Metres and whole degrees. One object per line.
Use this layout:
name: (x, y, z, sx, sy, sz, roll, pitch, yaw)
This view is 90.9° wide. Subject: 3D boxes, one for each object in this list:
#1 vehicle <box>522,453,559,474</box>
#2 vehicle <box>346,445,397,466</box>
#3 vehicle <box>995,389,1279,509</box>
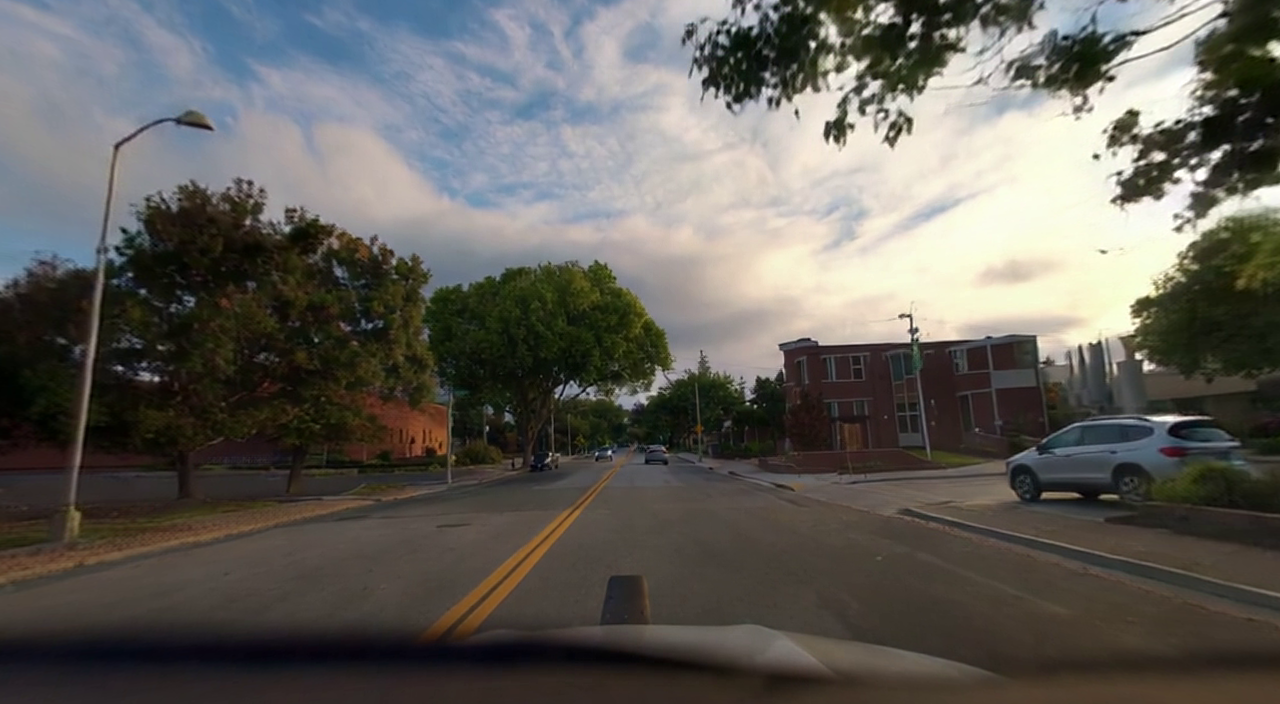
vehicle: (-7.111, 8.004, 45.423, 1.930, 1.463, 4.195, 0, -9, 0)
vehicle: (-21.219, 8.223, 49.993, 1.906, 1.596, 4.599, 0, -9, 1)
vehicle: (9.258, 1.939, 12.142, 2.018, 1.840, 4.662, 0, -11, 0)
